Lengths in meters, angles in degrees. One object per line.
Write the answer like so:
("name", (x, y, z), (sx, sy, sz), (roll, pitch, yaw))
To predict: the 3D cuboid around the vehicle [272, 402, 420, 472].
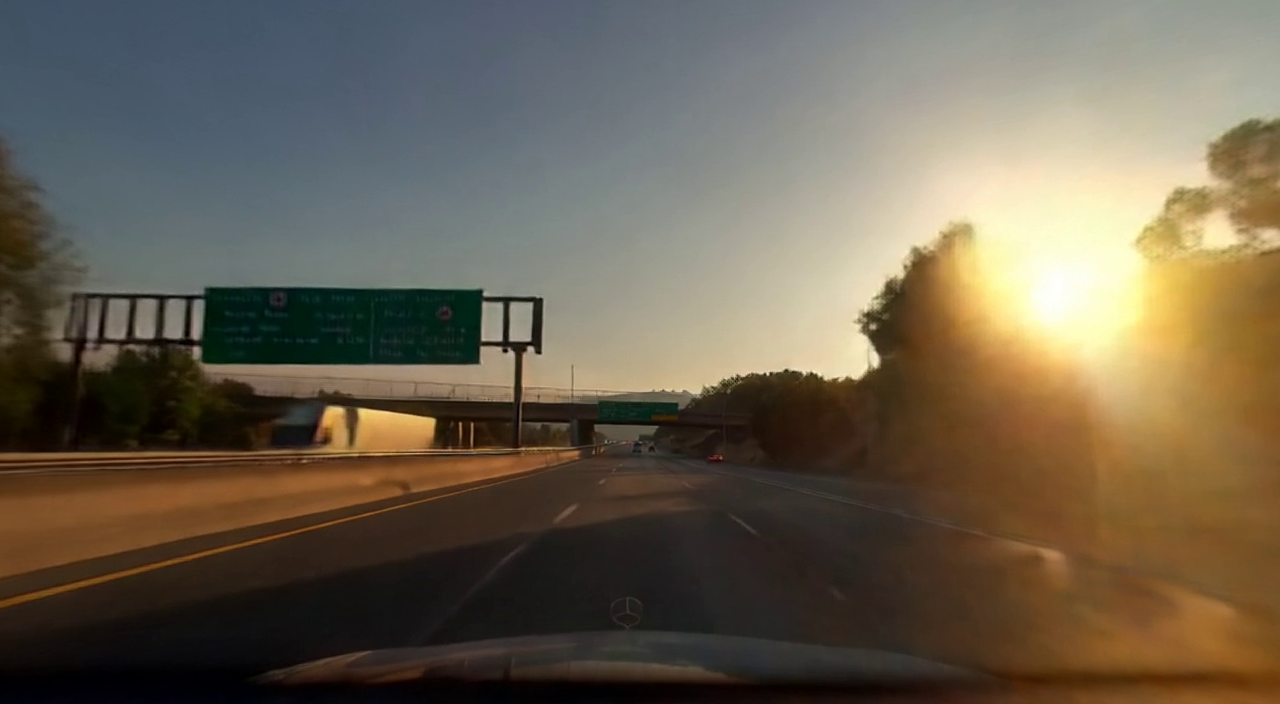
("vehicle", (-19.288, 5.977, 43.236), (3.084, 3.900, 14.884), (0, -9, 0))
